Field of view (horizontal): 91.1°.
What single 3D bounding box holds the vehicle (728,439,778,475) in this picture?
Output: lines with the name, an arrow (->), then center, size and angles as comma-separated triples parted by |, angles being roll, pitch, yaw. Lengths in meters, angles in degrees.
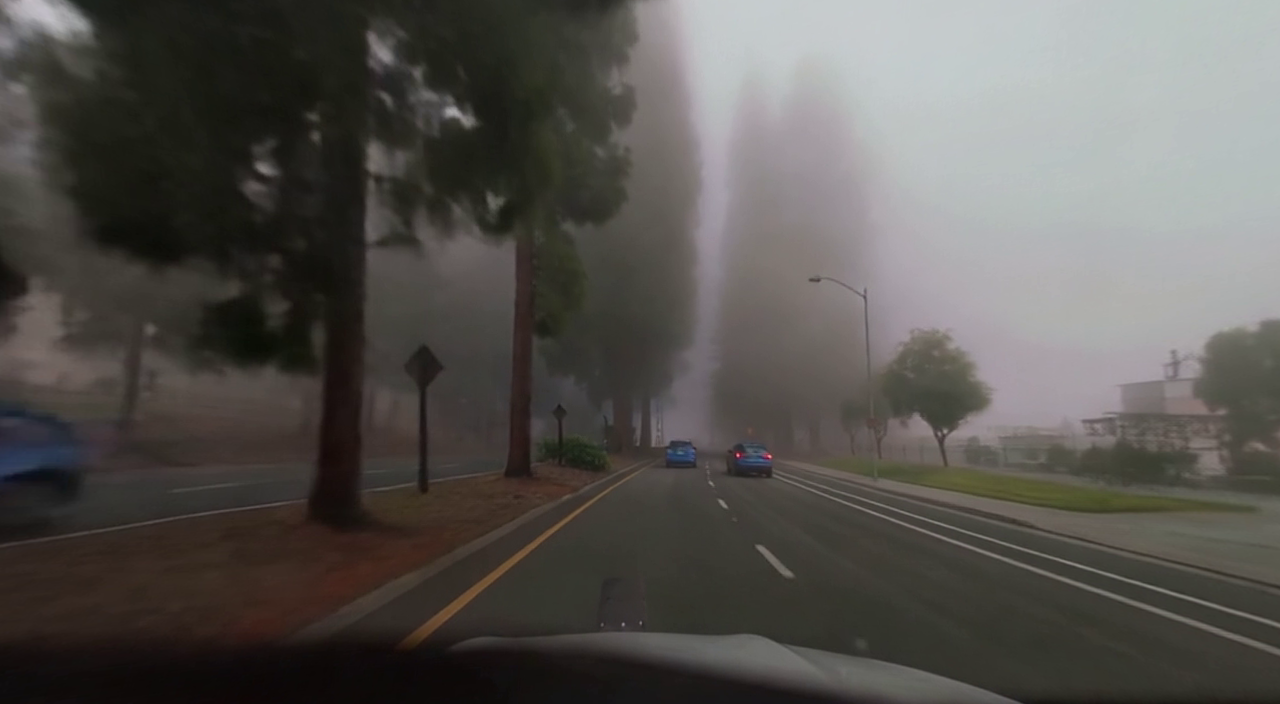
vehicle -> 5.600, 5.271, 31.641 | 1.971, 1.663, 4.287 | 0, -9, 3

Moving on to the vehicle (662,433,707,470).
vehicle -> 2.372, 5.295, 33.477 | 2.251, 1.822, 4.391 | -1, -9, 4
